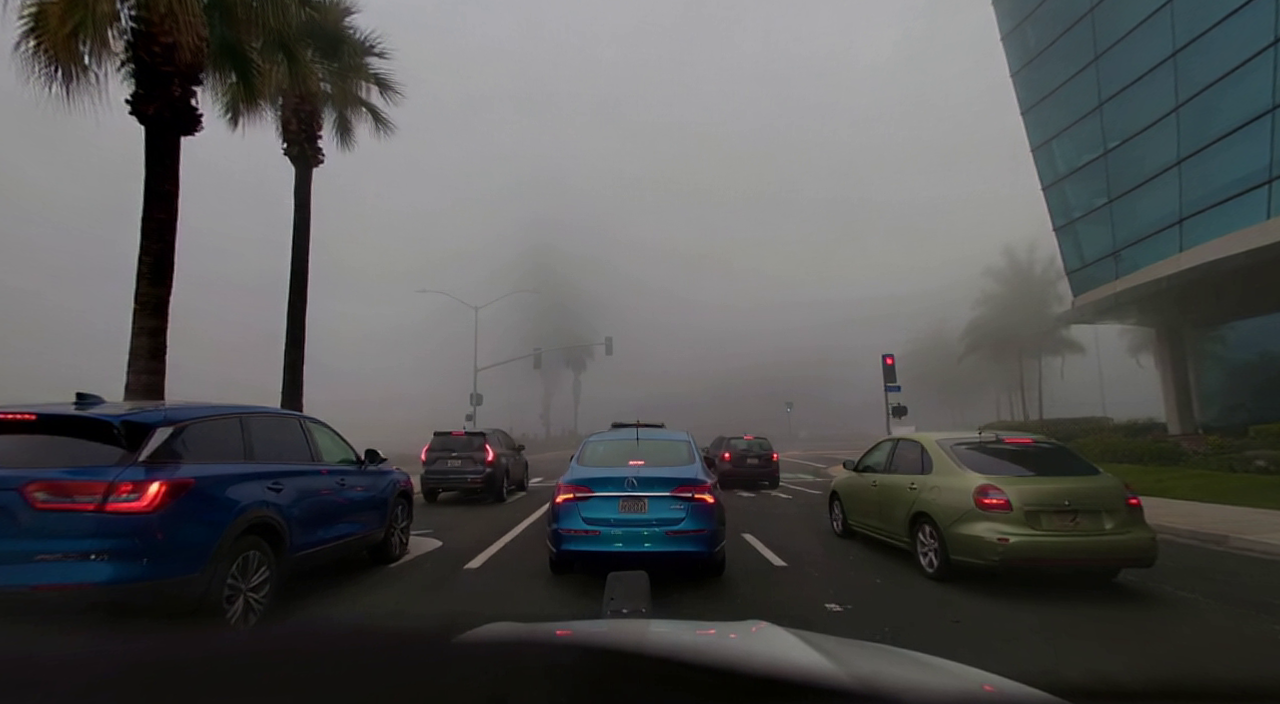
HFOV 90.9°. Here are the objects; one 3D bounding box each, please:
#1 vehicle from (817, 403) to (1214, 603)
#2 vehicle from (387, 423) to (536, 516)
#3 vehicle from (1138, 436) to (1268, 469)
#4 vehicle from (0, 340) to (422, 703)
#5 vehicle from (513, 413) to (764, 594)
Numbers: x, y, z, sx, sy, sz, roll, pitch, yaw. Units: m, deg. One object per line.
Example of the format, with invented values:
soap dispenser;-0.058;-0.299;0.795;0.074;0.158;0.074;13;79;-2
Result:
vehicle;3.842;1.620;7.675;2.064;1.696;4.431;0;-8;0
vehicle;-3.465;2.353;13.073;1.917;1.631;3.768;0;-8;1
vehicle;25.466;4.548;28.637;4.014;1.417;1.777;-1;-8;5
vehicle;-3.536;1.141;5.099;2.014;1.775;4.404;0;-8;-1
vehicle;-0.053;1.660;7.808;2.219;1.586;4.321;0;-8;-1
